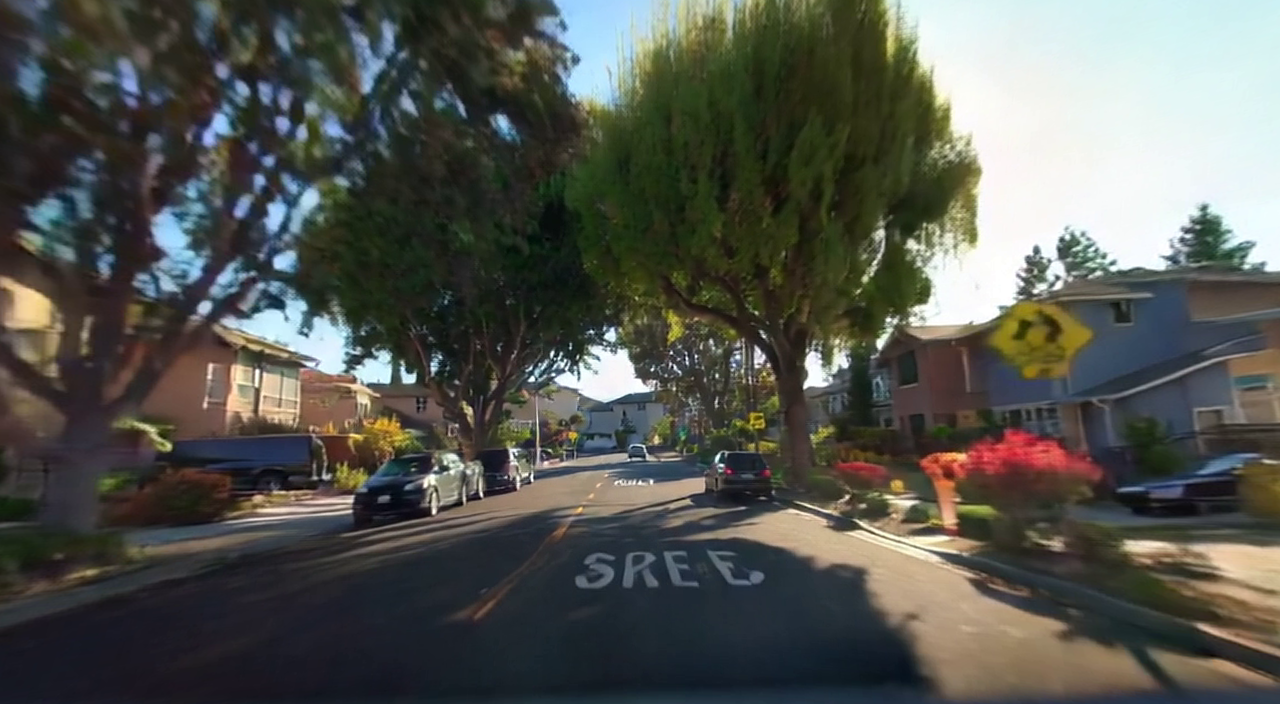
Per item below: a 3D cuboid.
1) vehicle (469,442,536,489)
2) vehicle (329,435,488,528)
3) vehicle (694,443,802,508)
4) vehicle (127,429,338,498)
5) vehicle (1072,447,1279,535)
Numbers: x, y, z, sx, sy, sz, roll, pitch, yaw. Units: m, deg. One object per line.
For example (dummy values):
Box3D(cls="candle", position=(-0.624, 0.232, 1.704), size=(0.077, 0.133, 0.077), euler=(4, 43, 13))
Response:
Box3D(cls="vehicle", position=(-6.105, 5.093, 28.492), size=(2.027, 1.803, 4.306), euler=(-4, -9, -1))
Box3D(cls="vehicle", position=(-5.614, 3.138, 16.226), size=(2.155, 1.907, 5.100), euler=(-2, -7, 0))
Box3D(cls="vehicle", position=(2.796, 3.306, 17.458), size=(2.047, 1.532, 4.350), euler=(0, -8, -2))
Box3D(cls="vehicle", position=(-12.937, 3.569, 20.365), size=(5.234, 2.076, 2.197), euler=(0, -8, 1))
Box3D(cls="vehicle", position=(10.962, 2.480, 11.634), size=(4.628, 1.403, 1.926), euler=(0, -8, -3))
